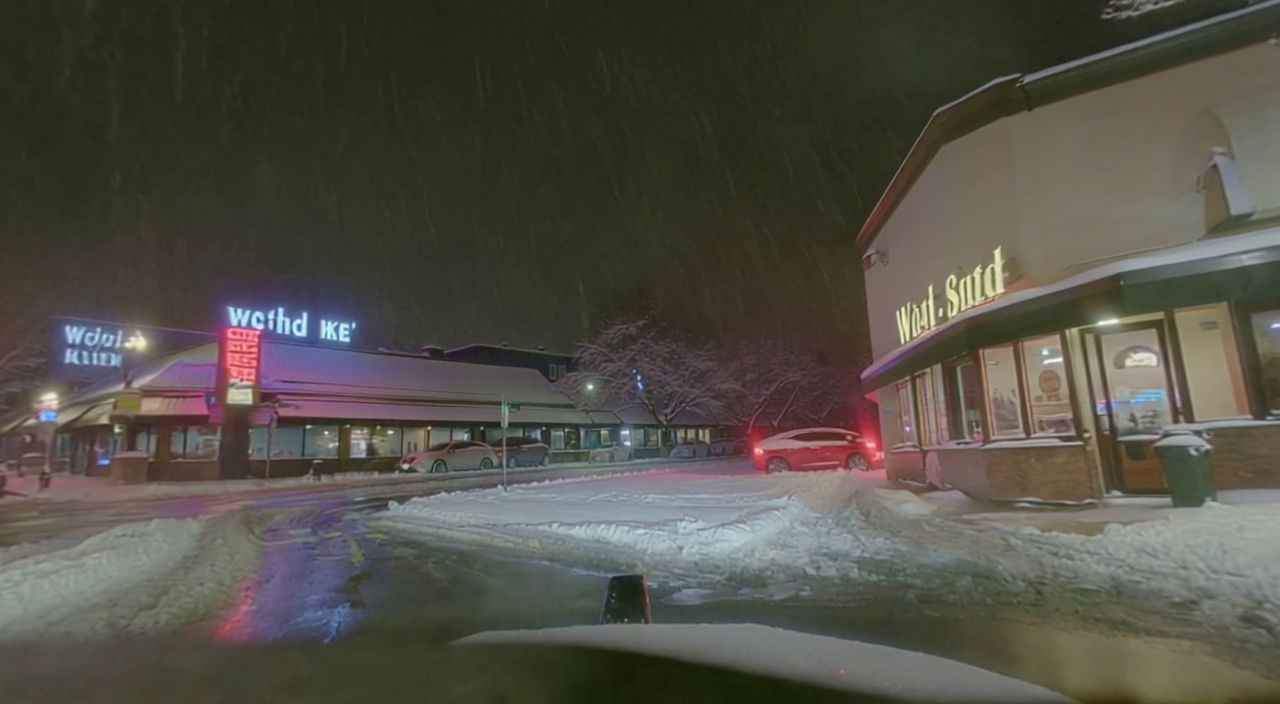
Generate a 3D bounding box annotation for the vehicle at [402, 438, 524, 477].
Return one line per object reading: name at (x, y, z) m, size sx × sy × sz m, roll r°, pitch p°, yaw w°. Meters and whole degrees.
vehicle at (-7.748, 4.617, 27.765) m, size 4.814 × 1.618 × 1.869 m, roll -2°, pitch -9°, yaw 11°

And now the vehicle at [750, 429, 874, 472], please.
vehicle at (7.302, 4.175, 26.836) m, size 4.706 × 1.663 × 1.993 m, roll -4°, pitch -9°, yaw 26°
